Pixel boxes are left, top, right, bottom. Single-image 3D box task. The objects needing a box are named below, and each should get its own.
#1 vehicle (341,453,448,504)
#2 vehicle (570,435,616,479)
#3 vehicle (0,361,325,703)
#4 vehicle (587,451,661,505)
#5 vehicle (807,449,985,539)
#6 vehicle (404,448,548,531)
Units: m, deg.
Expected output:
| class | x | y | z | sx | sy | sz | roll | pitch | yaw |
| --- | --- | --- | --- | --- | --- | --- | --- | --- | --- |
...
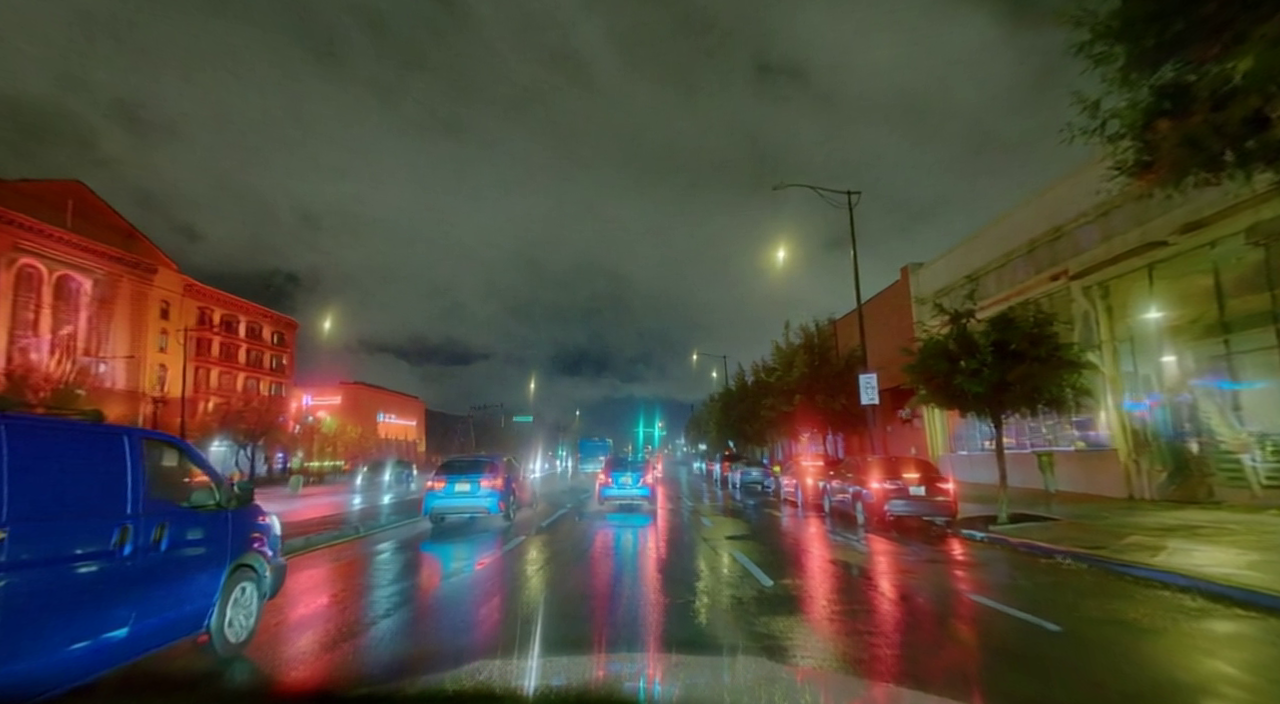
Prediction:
| class | x | y | z | sx | sy | sz | roll | pitch | yaw |
| --- | --- | --- | --- | --- | --- | --- | --- | --- | --- |
| vehicle | -9.330 | 4.815 | 24.485 | 2.099 | 1.730 | 4.829 | 0 | -9 | 1 |
| vehicle | -3.289 | 7.585 | 45.903 | 2.609 | 2.932 | 6.810 | 0 | -9 | 1 |
| vehicle | -3.736 | 0.962 | 2.844 | 2.140 | 1.768 | 4.685 | 0 | -9 | 0 |
| vehicle | -0.426 | 3.999 | 20.441 | 2.152 | 1.518 | 4.113 | 0 | -9 | 1 |
| vehicle | 4.889 | 2.732 | 12.762 | 1.832 | 1.491 | 4.054 | 1 | -9 | -1 |
| vehicle | -3.494 | 2.997 | 14.420 | 1.995 | 1.554 | 4.426 | 0 | -9 | 2 |
